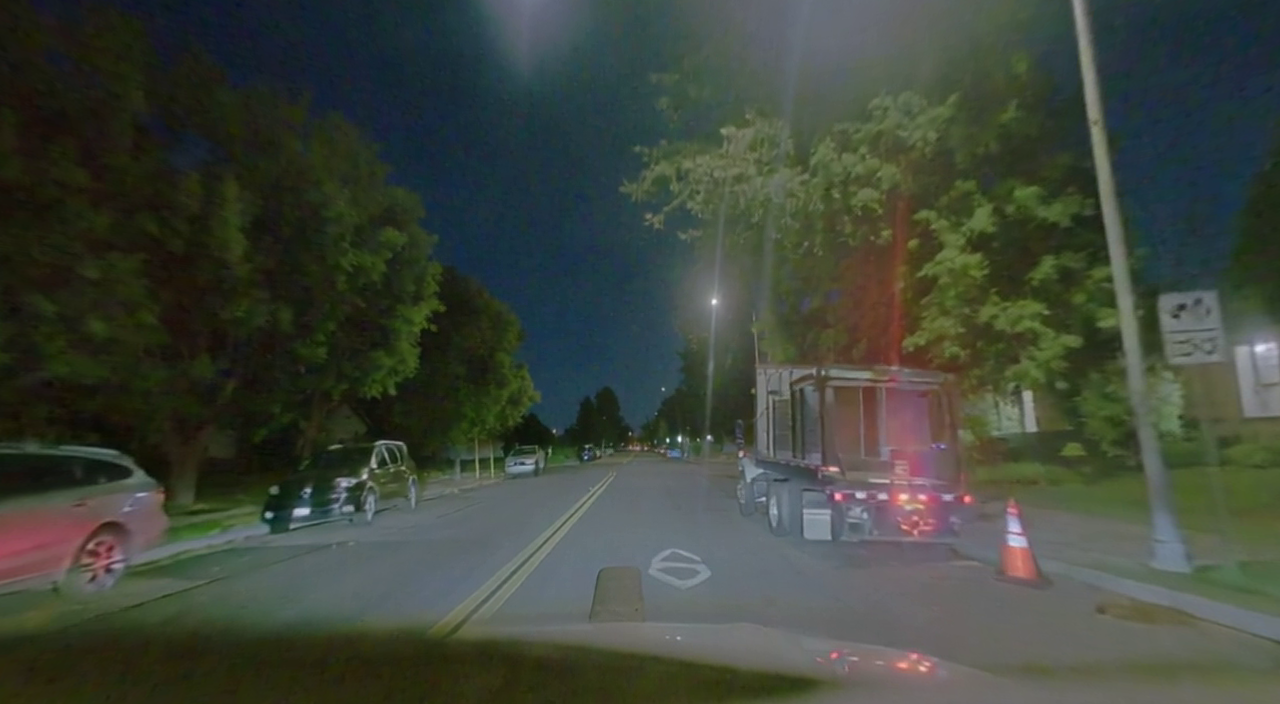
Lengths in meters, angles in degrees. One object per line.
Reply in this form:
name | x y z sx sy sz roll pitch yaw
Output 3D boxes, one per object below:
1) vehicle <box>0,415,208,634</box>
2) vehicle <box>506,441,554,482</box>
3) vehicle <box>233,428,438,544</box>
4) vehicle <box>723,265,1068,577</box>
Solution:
vehicle | -6.475 1.521 5.297 2.312 1.790 5.067 -4 -8 -2
vehicle | -5.739 5.712 33.429 2.087 1.835 4.445 -2 -7 -5
vehicle | -6.202 2.724 13.625 2.210 1.849 4.638 -5 -8 -1
vehicle | 3.200 1.179 10.250 2.750 3.440 6.535 0 -8 0
